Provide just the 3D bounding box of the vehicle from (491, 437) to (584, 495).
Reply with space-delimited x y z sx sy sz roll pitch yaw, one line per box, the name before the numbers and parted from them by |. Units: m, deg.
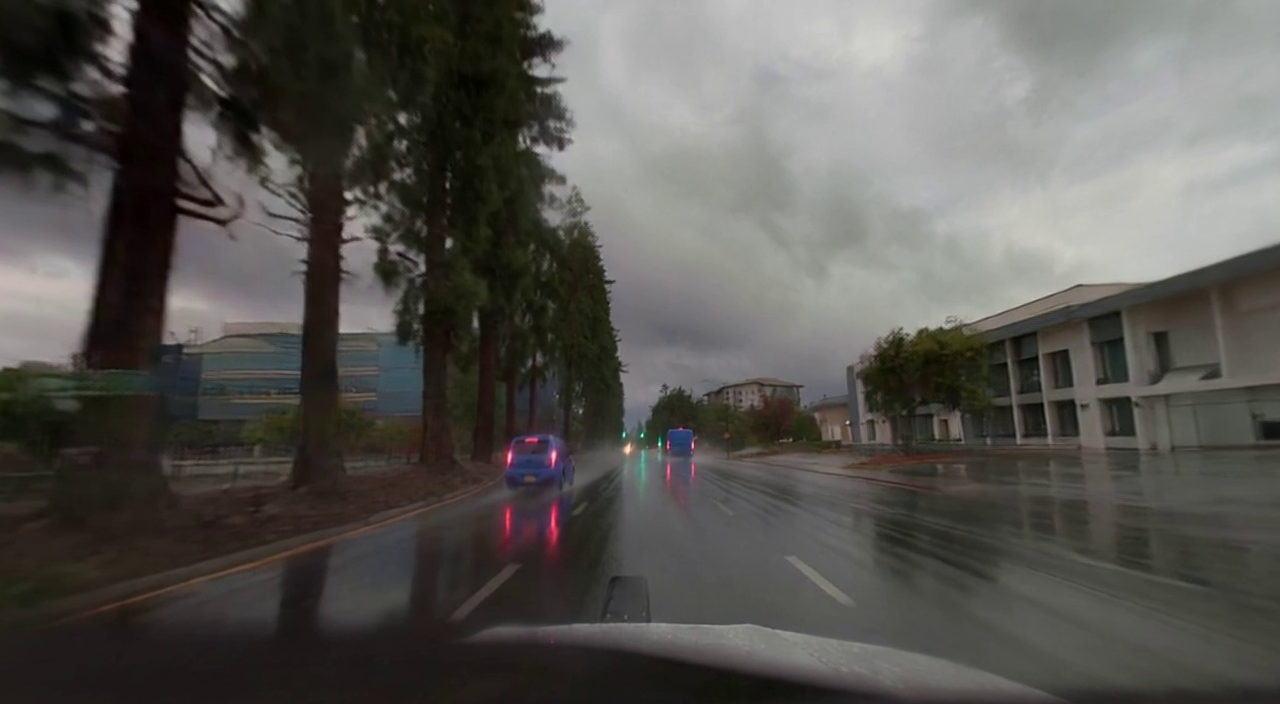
vehicle | -3.085 3.560 20.083 2.129 1.602 4.532 0 -8 1
